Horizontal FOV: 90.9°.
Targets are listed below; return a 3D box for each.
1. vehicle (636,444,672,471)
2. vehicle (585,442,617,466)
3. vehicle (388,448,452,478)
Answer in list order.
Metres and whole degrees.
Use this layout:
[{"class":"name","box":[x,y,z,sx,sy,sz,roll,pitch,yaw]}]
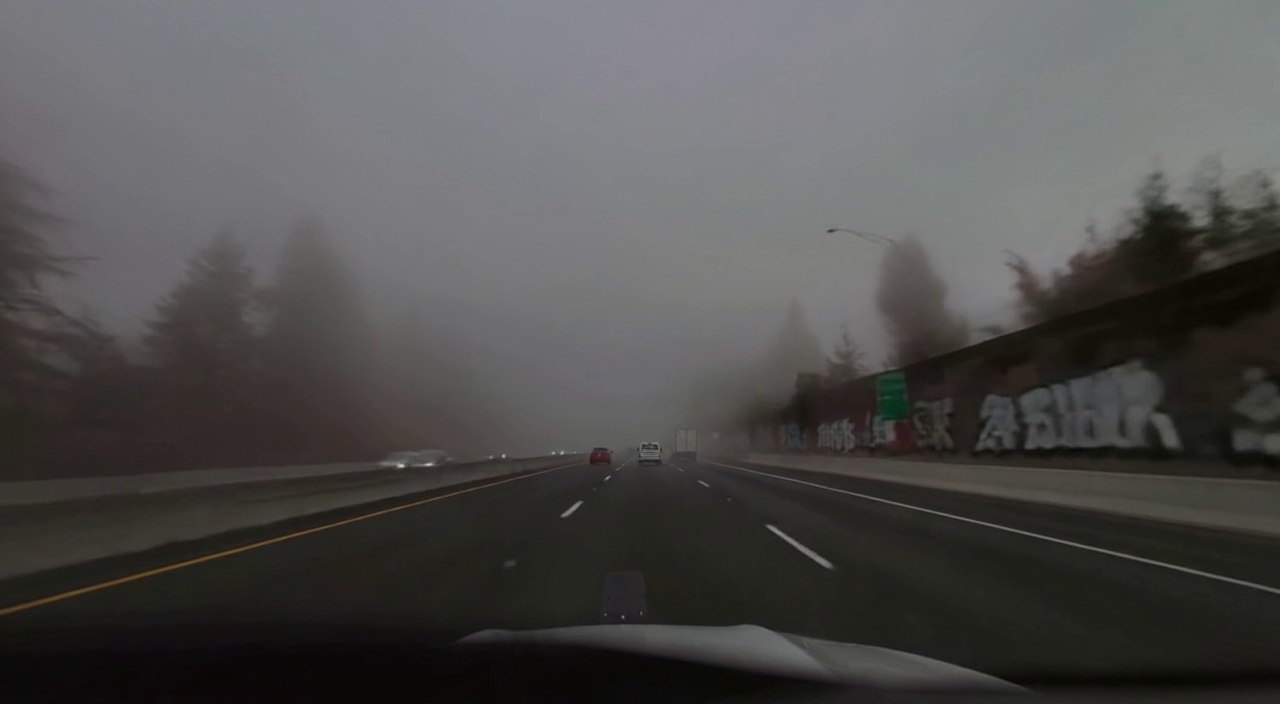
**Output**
[{"class":"vehicle","box":[0.786,6.280,37.759,2.009,1.506,4.091,0,-9,0]},{"class":"vehicle","box":[-2.842,7.635,47.181,2.095,1.671,4.193,0,-9,1]},{"class":"vehicle","box":[-11.980,6.062,34.697,1.844,1.492,4.446,0,-9,1]}]
